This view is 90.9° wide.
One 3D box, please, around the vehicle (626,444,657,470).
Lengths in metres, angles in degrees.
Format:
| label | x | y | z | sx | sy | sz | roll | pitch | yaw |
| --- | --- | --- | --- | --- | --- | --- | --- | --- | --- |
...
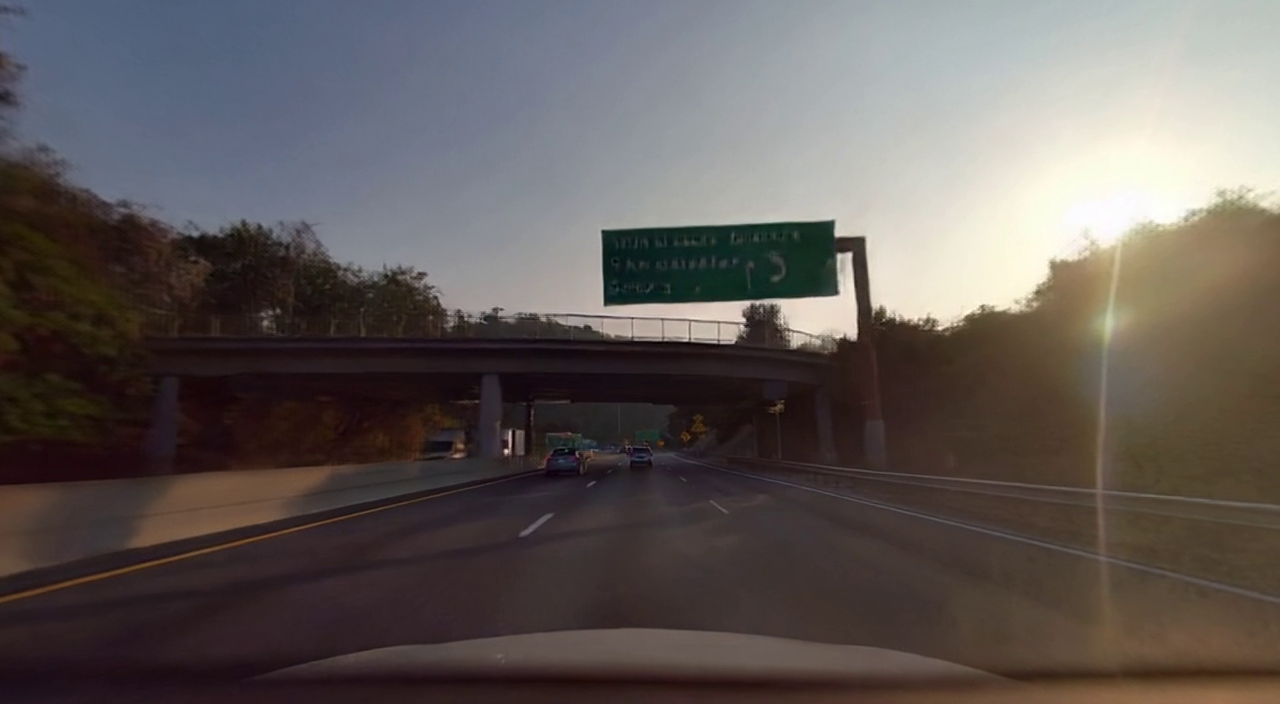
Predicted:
| label | x | y | z | sx | sy | sz | roll | pitch | yaw |
| --- | --- | --- | --- | --- | --- | --- | --- | --- | --- |
| vehicle | 0.088 | 6.969 | 41.976 | 2.011 | 1.590 | 3.607 | 0 | -9 | 0 |

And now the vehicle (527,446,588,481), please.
| label | x | y | z | sx | sy | sz | roll | pitch | yaw |
| --- | --- | --- | --- | --- | --- | --- | --- | --- | --- |
| vehicle | -3.711 | 5.123 | 29.376 | 2.157 | 1.483 | 4.601 | 0 | -9 | 1 |

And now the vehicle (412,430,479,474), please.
| label | x | y | z | sx | sy | sz | roll | pitch | yaw |
| --- | --- | --- | --- | --- | --- | --- | --- | --- | --- |
| vehicle | -13.372 | 6.938 | 43.927 | 2.485 | 2.795 | 6.720 | 0 | -9 | 0 |
